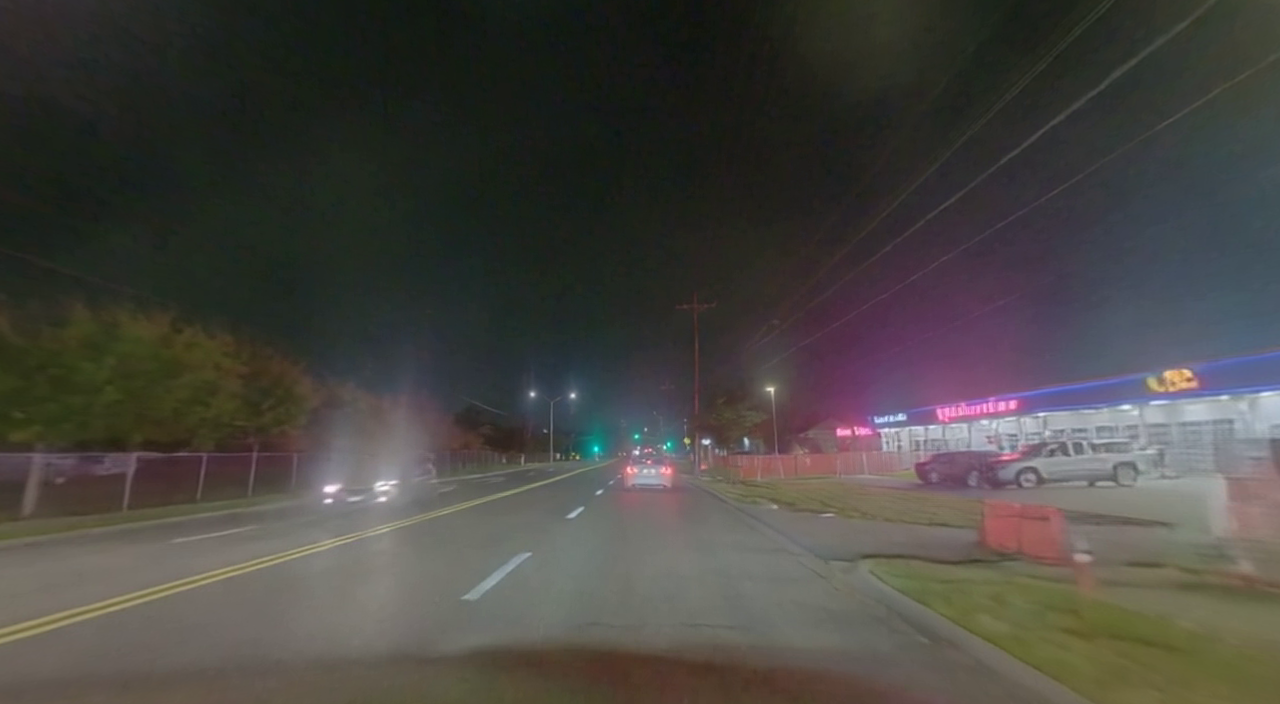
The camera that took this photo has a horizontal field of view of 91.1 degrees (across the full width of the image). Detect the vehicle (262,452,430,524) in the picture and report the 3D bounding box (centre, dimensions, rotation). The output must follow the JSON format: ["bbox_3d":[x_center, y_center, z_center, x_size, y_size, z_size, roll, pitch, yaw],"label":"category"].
[{"bbox_3d":[-7.038,3.257,15.647,2.034,1.499,4.236,0,-9,2],"label":"vehicle"}]

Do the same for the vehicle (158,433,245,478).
[{"bbox_3d":[-30.028,7.095,43.150,2.502,2.916,4.293,0,-9,5],"label":"vehicle"}]

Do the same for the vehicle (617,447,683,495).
[{"bbox_3d":[0.322,4.204,22.528,2.144,1.514,4.063,0,-9,0],"label":"vehicle"}]

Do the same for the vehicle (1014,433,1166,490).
[{"bbox_3d":[16.084,3.944,22.834,2.101,1.825,4.700,0,-9,2],"label":"vehicle"}]

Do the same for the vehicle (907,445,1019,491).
[{"bbox_3d":[11.816,4.249,23.368,1.970,1.501,4.514,0,-9,3],"label":"vehicle"}]

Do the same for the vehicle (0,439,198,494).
[{"bbox_3d":[-27.895,5.224,29.167,2.951,2.274,15.187,0,-9,4],"label":"vehicle"}]

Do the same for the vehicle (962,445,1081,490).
[{"bbox_3d":[14.112,4.261,23.566,1.897,1.511,4.250,0,-9,2],"label":"vehicle"}]
